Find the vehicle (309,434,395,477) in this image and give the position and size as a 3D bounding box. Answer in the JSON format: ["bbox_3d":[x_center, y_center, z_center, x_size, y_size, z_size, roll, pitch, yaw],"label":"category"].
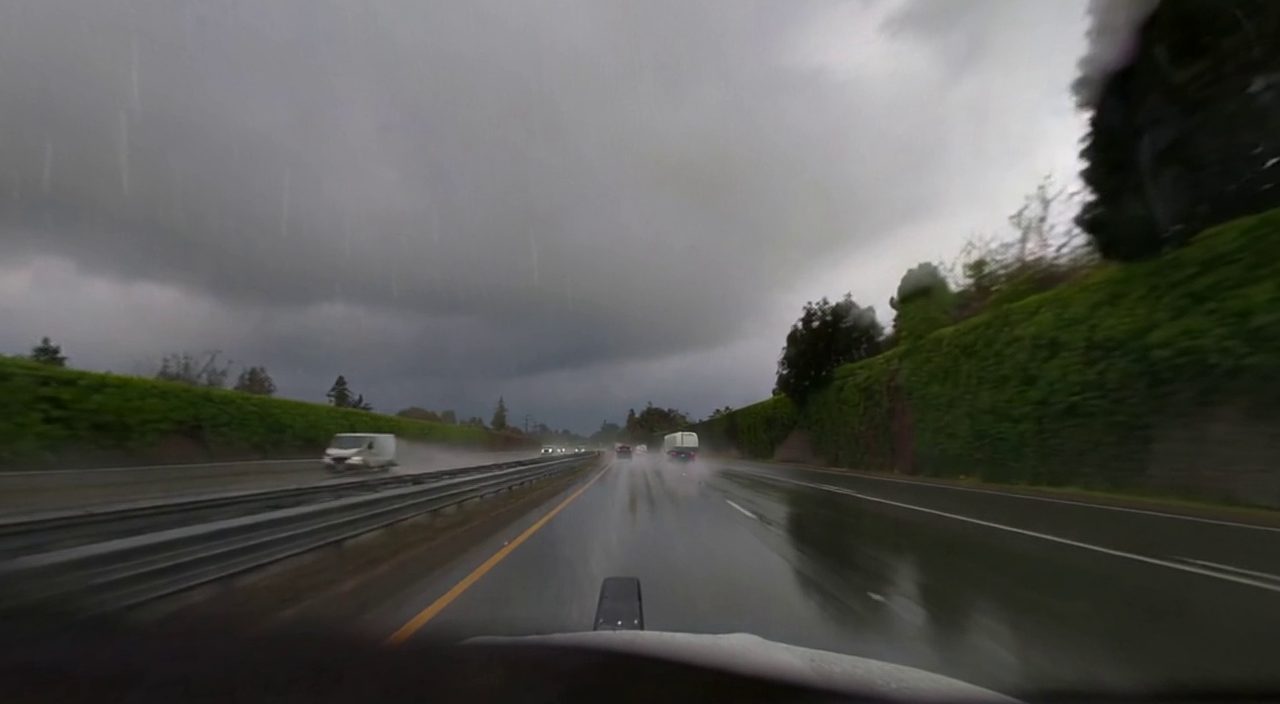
[{"bbox_3d":[-14.281,5.158,31.444,2.063,1.946,4.820,0,-9,0],"label":"vehicle"}]

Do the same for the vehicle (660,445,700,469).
[{"bbox_3d":[2.649,7.016,42.153,2.244,1.498,4.338,0,-9,-2],"label":"vehicle"}]
